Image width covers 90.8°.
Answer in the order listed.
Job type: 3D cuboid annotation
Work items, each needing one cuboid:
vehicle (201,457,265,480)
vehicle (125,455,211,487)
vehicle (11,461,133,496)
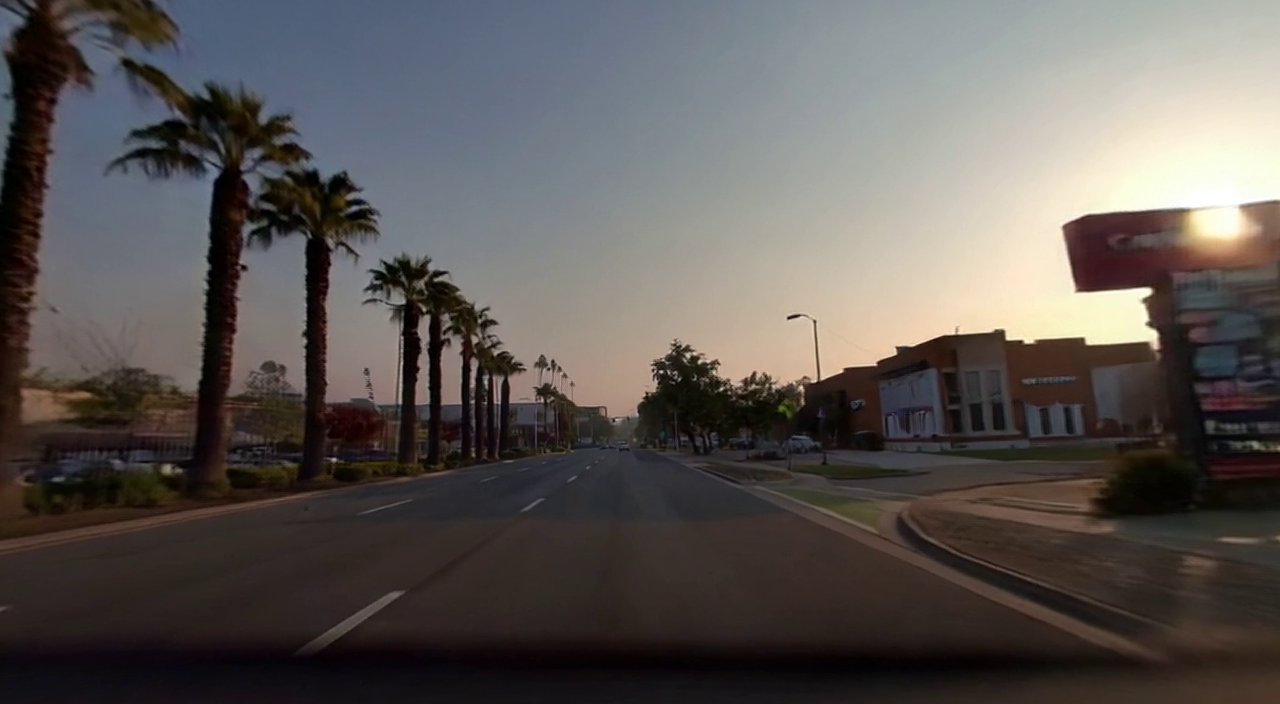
[{"bbox_3d":[-28.082,8.037,43.778,1.771,1.494,4.088,0,-9,-1],"label":"vehicle"},{"bbox_3d":[-27.795,6.984,37.381,1.938,1.667,4.364,0,-9,-4],"label":"vehicle"},{"bbox_3d":[-27.622,6.155,30.970,1.807,1.446,4.605,0,-9,-2],"label":"vehicle"}]
